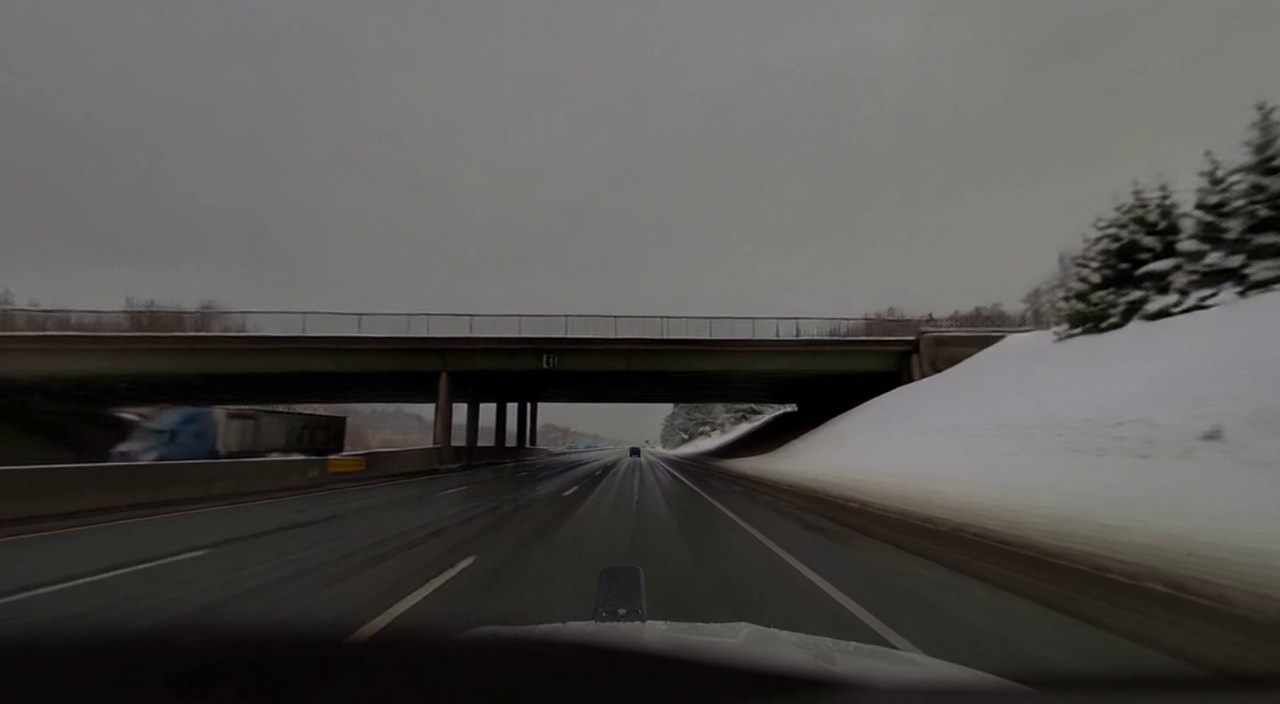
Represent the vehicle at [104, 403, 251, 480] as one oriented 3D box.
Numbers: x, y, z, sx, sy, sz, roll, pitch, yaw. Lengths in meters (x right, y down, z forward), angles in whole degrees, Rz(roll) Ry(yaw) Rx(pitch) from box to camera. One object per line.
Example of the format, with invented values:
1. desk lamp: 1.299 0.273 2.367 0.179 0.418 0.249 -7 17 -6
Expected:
1. vehicle: -23.754 4.708 32.875 2.996 3.607 5.868 0 -9 0
